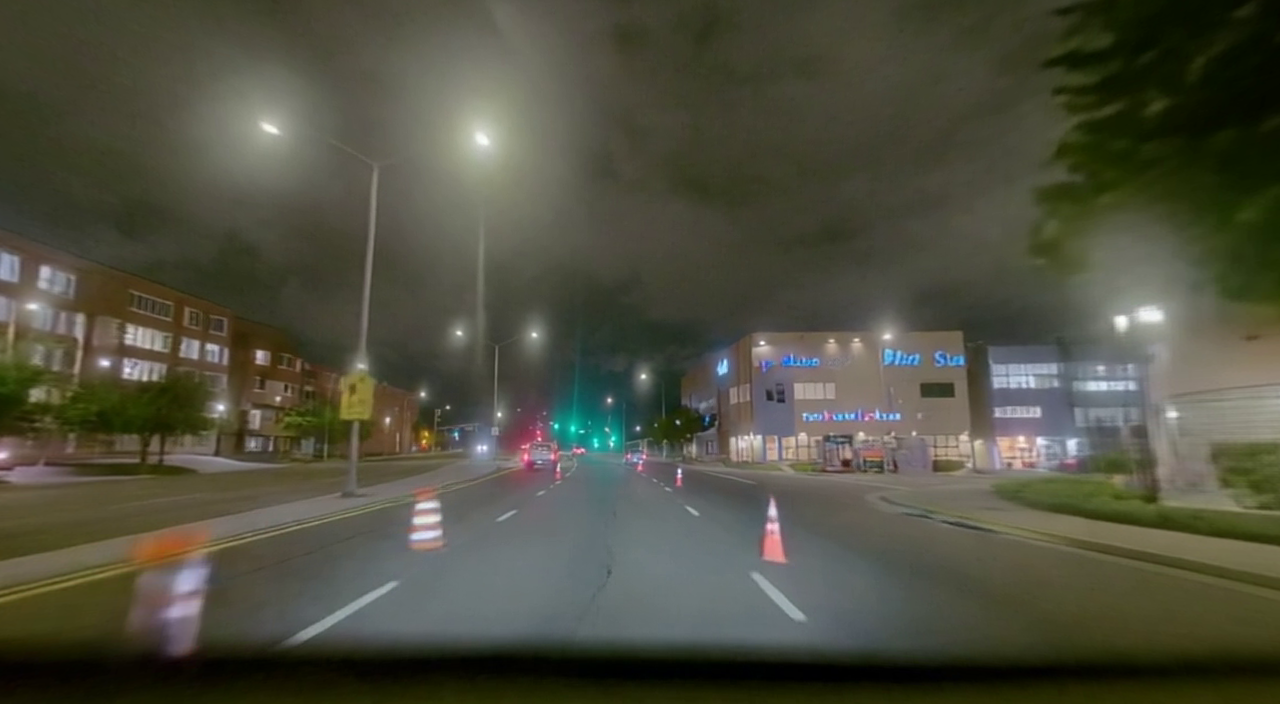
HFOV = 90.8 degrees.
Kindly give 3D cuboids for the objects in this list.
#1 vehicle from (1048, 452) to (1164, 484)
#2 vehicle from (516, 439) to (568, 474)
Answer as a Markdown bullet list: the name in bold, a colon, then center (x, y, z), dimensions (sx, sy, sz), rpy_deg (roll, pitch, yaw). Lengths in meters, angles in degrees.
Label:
- **vehicle**: center (25.168, 6.262, 34.193), dimensions (4.906, 1.447, 2.076), rpy_deg (1, -5, -8)
- **vehicle**: center (-5.103, 5.489, 33.473), dimensions (2.381, 1.721, 4.186), rpy_deg (0, -9, -4)
